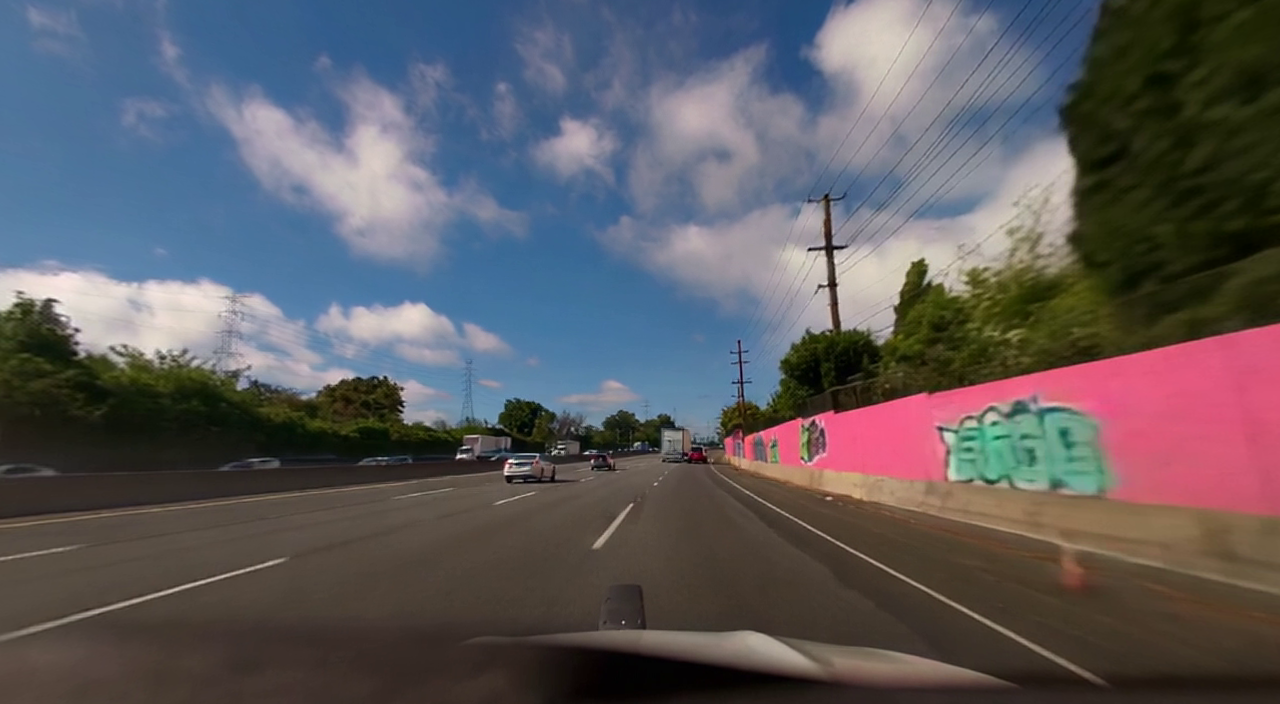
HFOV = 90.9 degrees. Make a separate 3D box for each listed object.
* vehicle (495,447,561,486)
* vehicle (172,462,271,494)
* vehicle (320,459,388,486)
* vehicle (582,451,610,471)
[{"bbox_3d":[-4.782,4.927,27.436,1.966,1.565,3.766,-1,-9,4],"label":"vehicle"},{"bbox_3d":[-20.884,6.278,31.685,1.860,1.423,4.198,-1,-9,4],"label":"vehicle"},{"bbox_3d":[-16.475,6.930,36.498,1.840,1.431,4.016,-1,-9,4],"label":"vehicle"},{"bbox_3d":[-3.283,8.235,47.658,1.708,1.489,2.840,-1,-9,5],"label":"vehicle"}]
